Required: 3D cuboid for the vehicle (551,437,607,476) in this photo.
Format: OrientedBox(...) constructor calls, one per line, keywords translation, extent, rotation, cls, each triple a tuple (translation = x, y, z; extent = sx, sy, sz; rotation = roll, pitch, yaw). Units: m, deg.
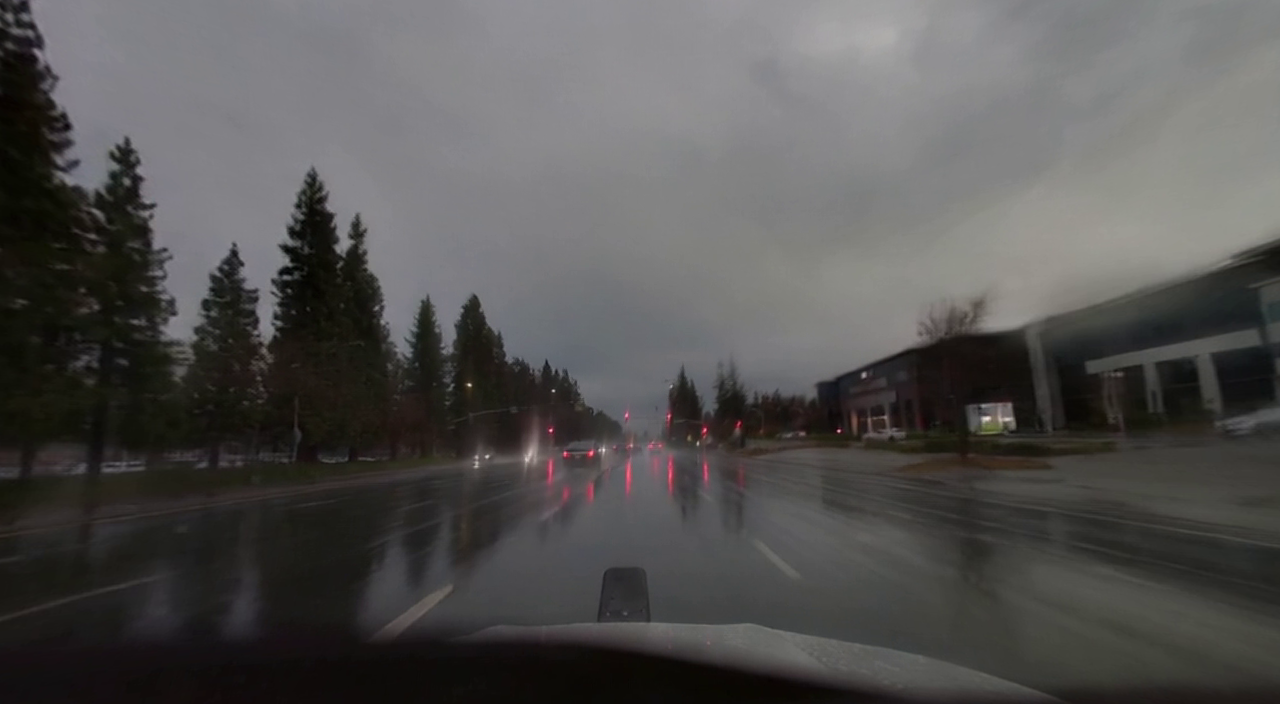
OrientedBox(translation=(-2.737, 4.846, 29.437), extent=(2.121, 1.656, 4.559), rotation=(0, -8, 1), cls="vehicle")
